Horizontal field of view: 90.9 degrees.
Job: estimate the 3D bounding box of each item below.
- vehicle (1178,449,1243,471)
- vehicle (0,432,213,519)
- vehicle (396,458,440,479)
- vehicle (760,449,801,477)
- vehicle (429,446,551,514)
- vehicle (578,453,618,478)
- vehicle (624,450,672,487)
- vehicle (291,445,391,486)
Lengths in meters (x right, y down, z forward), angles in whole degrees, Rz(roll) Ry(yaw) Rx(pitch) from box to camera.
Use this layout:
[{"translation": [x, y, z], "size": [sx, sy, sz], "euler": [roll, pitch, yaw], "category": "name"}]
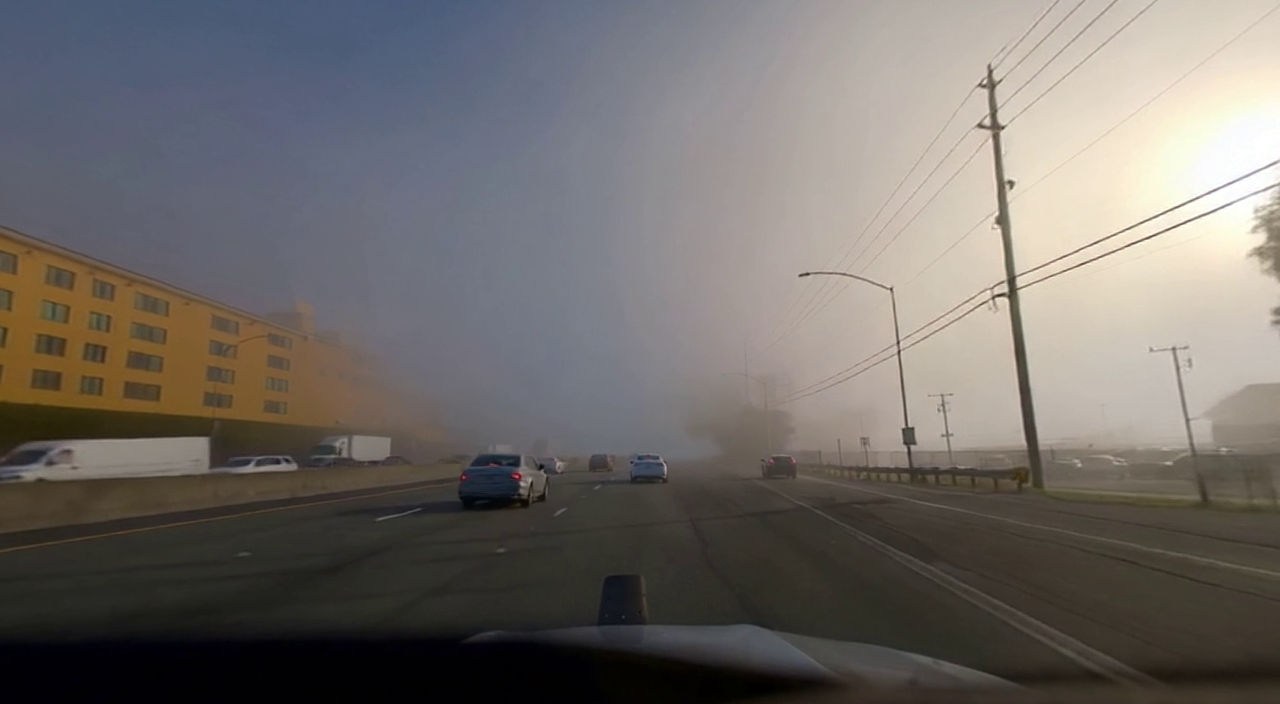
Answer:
[{"translation": [43.527, 8.251, 48.113], "size": [3.458, 1.409, 1.632], "euler": [-2, -8, -6], "category": "vehicle"}, {"translation": [-12.774, 2.813, 14.927], "size": [2.037, 1.712, 4.530], "euler": [-1, -8, 1], "category": "vehicle"}, {"translation": [-16.547, 8.661, 47.177], "size": [1.834, 1.406, 3.789], "euler": [0, -8, 0], "category": "vehicle"}, {"translation": [9.805, 7.758, 44.449], "size": [2.106, 1.817, 4.845], "euler": [-1, -8, 4], "category": "vehicle"}, {"translation": [-3.772, 3.299, 16.835], "size": [2.059, 1.508, 4.662], "euler": [-1, -8, 1], "category": "vehicle"}, {"translation": [-2.663, 7.316, 40.939], "size": [2.034, 1.466, 4.363], "euler": [-1, -8, 3], "category": "vehicle"}, {"translation": [0.358, 5.436, 29.724], "size": [2.107, 1.538, 3.999], "euler": [-1, -8, 1], "category": "vehicle"}, {"translation": [-12.406, 4.705, 26.565], "size": [1.991, 1.537, 4.464], "euler": [-1, -8, 0], "category": "vehicle"}]
